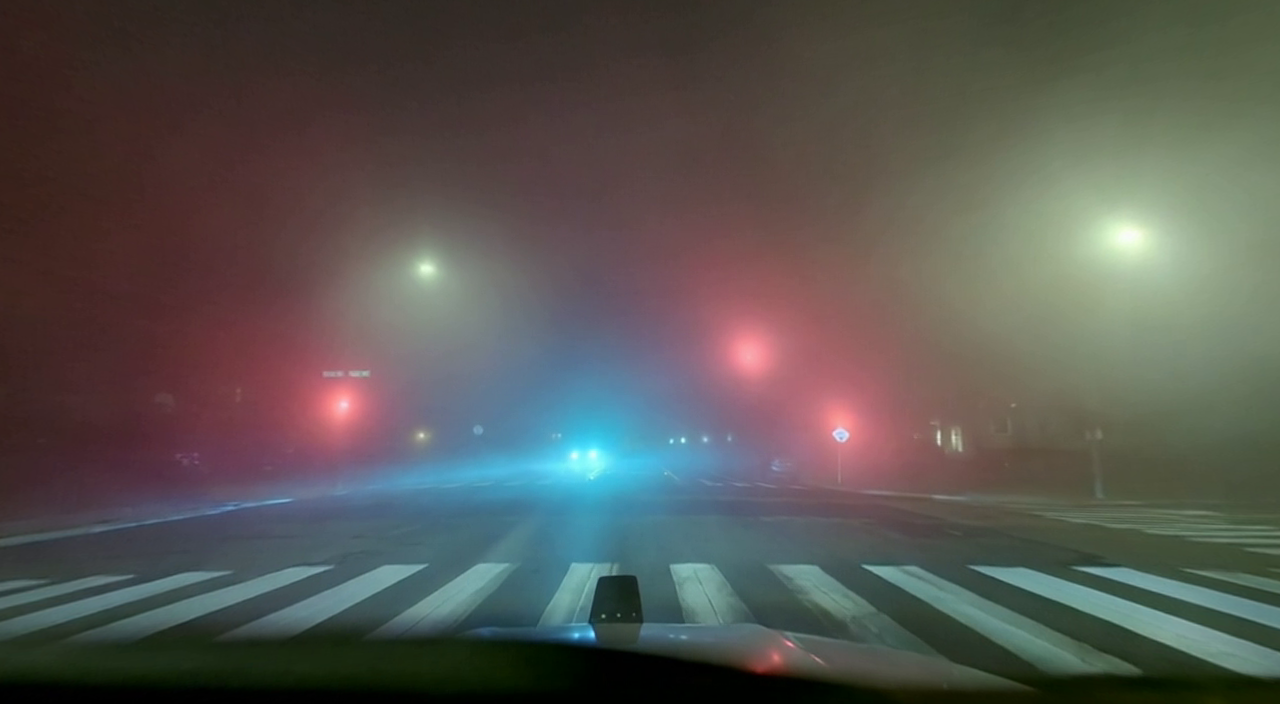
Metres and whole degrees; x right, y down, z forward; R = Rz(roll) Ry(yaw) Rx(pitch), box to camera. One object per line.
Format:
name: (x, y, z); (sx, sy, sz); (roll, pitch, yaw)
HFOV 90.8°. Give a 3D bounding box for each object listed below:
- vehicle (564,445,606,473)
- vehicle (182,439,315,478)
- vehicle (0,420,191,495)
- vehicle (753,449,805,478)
vehicle: (-3.080, 6.063, 36.003); (2.014, 1.499, 3.999); (0, -9, 0)
vehicle: (-17.940, 4.902, 29.141); (4.743, 1.734, 1.994); (0, -9, -1)
vehicle: (-17.916, 3.407, 20.509); (4.800, 2.259, 2.303); (0, -9, 0)
vehicle: (8.004, 6.449, 36.862); (2.029, 1.554, 4.705); (0, -9, 1)
